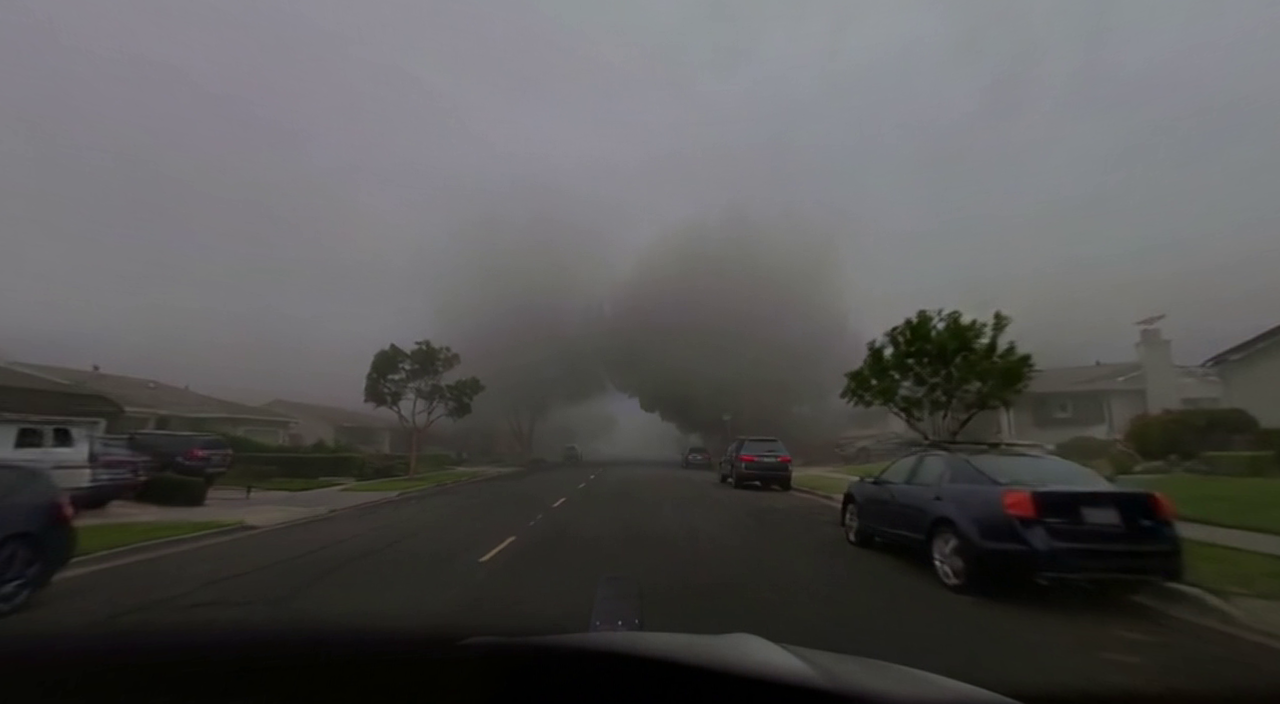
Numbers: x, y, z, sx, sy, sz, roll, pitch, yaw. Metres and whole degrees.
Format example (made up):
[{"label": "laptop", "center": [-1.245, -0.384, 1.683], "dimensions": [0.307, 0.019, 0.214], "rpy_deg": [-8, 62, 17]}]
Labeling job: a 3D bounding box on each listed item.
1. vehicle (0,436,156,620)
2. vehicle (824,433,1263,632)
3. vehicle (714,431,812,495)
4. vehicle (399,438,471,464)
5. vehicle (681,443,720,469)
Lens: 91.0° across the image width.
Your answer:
[{"label": "vehicle", "center": [-6.274, 1.391, 4.501], "dimensions": [1.985, 1.497, 4.655], "rpy_deg": [-2, -8, -1]}, {"label": "vehicle", "center": [3.796, 1.736, 7.173], "dimensions": [1.949, 1.505, 4.483], "rpy_deg": [0, -9, -1]}, {"label": "vehicle", "center": [3.754, 3.497, 20.222], "dimensions": [2.039, 1.780, 4.884], "rpy_deg": [0, -9, -2]}, {"label": "vehicle", "center": [-15.715, 7.602, 48.414], "dimensions": [4.882, 1.777, 2.025], "rpy_deg": [-2, -9, -2]}, {"label": "vehicle", "center": [3.738, 6.540, 39.734], "dimensions": [1.897, 1.521, 4.835], "rpy_deg": [0, -9, -1]}]
